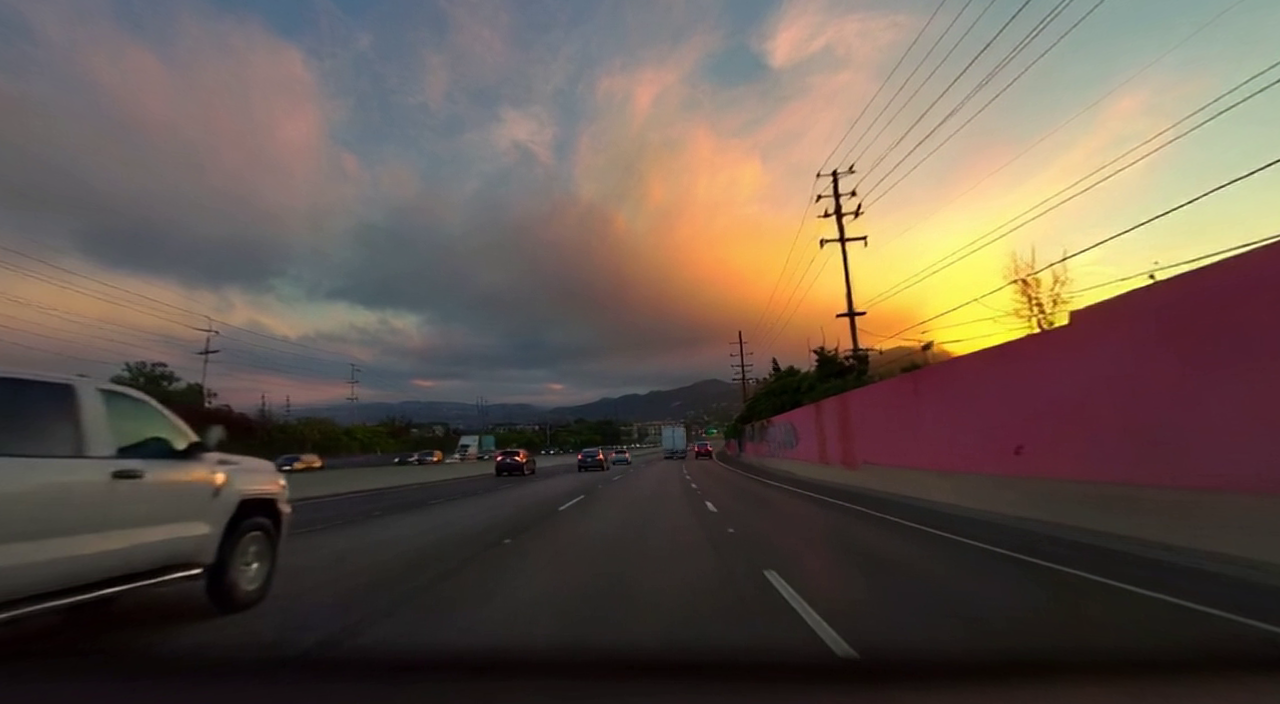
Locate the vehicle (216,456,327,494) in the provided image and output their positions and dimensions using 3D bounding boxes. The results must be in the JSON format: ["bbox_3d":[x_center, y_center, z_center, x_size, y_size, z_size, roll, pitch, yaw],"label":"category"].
[{"bbox_3d":[-16.110,5.383,27.892,1.923,1.459,4.561,-1,-9,4],"label":"vehicle"}]

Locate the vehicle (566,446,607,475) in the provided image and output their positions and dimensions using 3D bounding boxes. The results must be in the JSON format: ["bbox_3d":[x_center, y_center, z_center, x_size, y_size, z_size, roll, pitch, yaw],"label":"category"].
[{"bbox_3d":[-3.085,6.371,37.246,1.966,1.565,3.766,-1,-9,2],"label":"vehicle"}]

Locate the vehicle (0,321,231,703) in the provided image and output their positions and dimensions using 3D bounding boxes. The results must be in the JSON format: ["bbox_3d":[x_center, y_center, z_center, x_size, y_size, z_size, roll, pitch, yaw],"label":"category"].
[{"bbox_3d":[-3.814,0.665,1.712,2.136,1.865,4.722,-1,-9,1],"label":"vehicle"}]

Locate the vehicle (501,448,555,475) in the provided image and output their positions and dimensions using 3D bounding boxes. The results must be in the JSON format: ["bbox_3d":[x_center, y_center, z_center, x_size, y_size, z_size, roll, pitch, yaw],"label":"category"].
[{"bbox_3d":[-6.650,6.538,37.950,2.142,1.503,4.767,-1,-9,3],"label":"vehicle"}]
